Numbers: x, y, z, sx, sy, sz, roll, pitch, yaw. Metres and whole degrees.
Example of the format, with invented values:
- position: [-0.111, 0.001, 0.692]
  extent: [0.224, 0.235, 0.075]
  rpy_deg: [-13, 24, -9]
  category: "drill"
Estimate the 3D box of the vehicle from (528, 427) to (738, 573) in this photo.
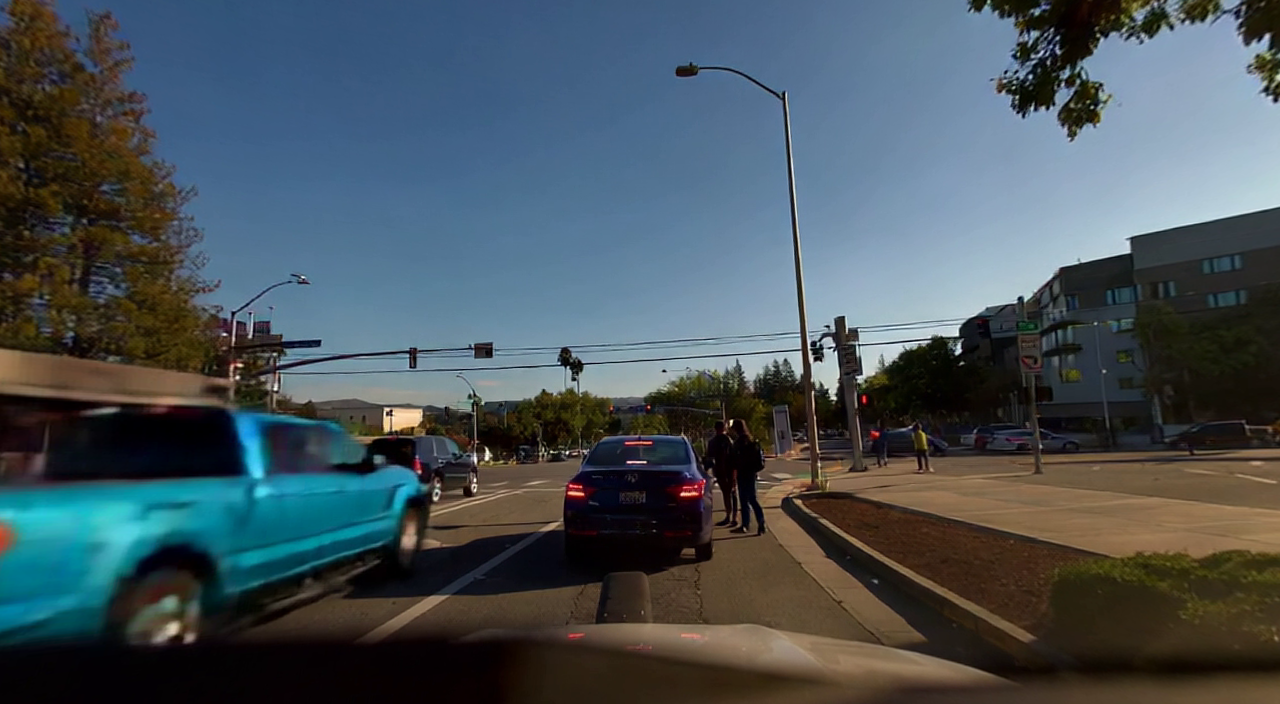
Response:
- position: [-0.055, 1.863, 8.681]
  extent: [2.182, 1.501, 4.150]
  rpy_deg: [0, -9, 1]
  category: "vehicle"

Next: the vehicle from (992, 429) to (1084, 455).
- position: [23.818, 5.436, 37.746]
  extent: [4.454, 1.440, 1.816]
  rpy_deg: [-5, -10, 30]
  category: "vehicle"

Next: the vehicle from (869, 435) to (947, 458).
- position: [17.544, 6.201, 41.114]
  extent: [4.441, 1.452, 1.798]
  rpy_deg: [-5, -10, 30]
  category: "vehicle"

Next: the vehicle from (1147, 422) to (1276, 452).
- position: [30.545, 4.601, 33.789]
  extent: [4.739, 1.472, 1.804]
  rpy_deg: [-5, -10, 29]
  category: "vehicle"

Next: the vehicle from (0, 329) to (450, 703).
- position: [-3.492, 1.183, 4.815]
  extent: [2.273, 1.788, 5.258]
  rpy_deg: [0, -9, 2]
  category: "vehicle"
